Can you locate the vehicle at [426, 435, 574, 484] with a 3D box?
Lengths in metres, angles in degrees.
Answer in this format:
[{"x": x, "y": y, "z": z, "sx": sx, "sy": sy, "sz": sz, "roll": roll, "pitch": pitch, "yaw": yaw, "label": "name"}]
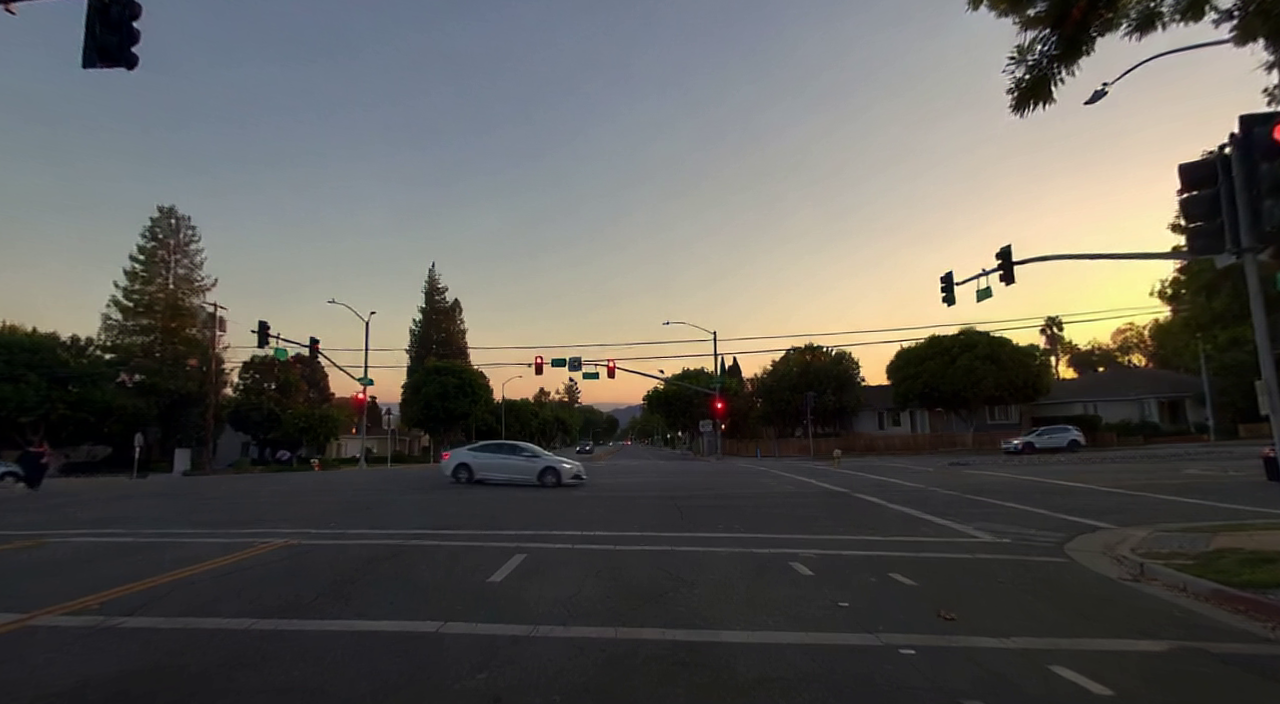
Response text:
[{"x": -4.848, "y": 3.784, "z": 22.331, "sx": 4.734, "sy": 1.585, "sz": 1.940, "roll": -1, "pitch": -8, "yaw": 5, "label": "vehicle"}]
